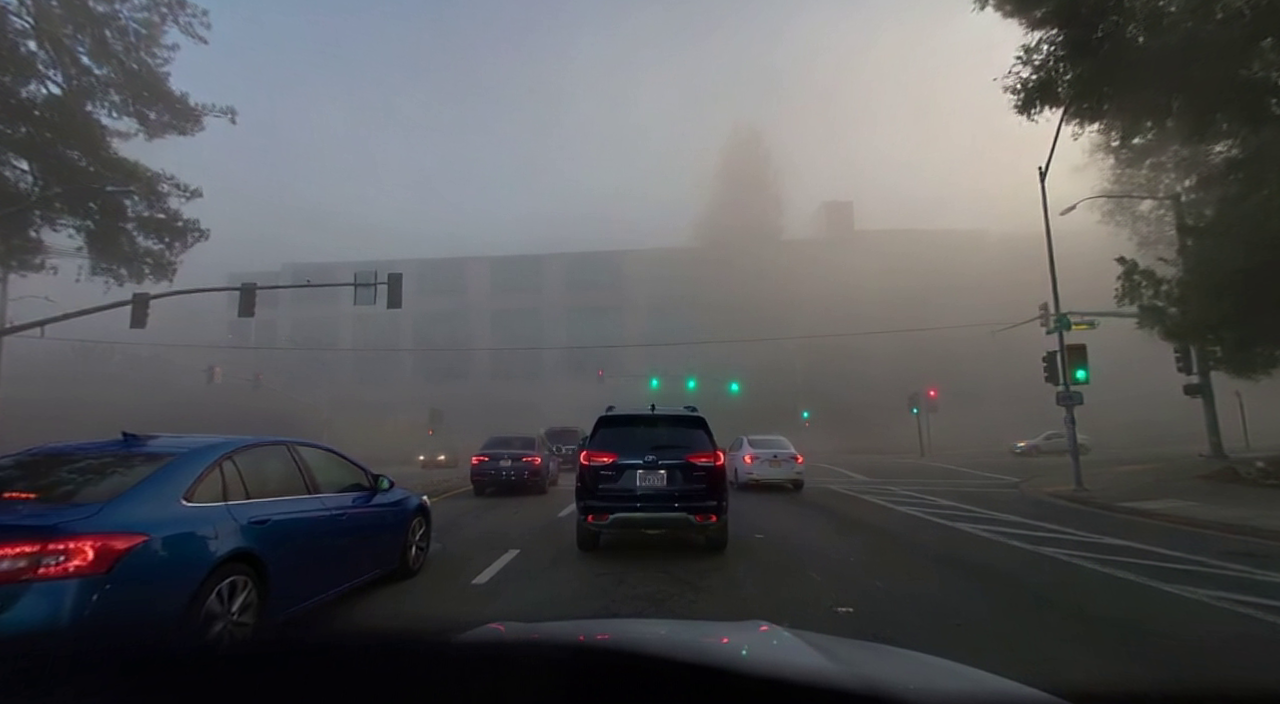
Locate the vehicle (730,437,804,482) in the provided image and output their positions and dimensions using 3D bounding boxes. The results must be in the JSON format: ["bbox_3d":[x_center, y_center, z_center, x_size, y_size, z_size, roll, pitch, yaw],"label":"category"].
[{"bbox_3d":[4.485,3.843,22.876,1.979,1.453,4.011,0,-8,2],"label":"vehicle"}]

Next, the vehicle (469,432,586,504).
[{"bbox_3d":[-2.560,2.754,15.372,1.851,1.502,4.042,-1,-8,4],"label":"vehicle"}]

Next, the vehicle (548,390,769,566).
[{"bbox_3d":[0.221,1.631,8.838,2.300,1.832,4.331,0,-8,1],"label":"vehicle"}]

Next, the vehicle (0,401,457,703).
[{"bbox_3d":[-3.222,1.298,5.054,1.958,1.494,4.624,0,-8,2],"label":"vehicle"}]
